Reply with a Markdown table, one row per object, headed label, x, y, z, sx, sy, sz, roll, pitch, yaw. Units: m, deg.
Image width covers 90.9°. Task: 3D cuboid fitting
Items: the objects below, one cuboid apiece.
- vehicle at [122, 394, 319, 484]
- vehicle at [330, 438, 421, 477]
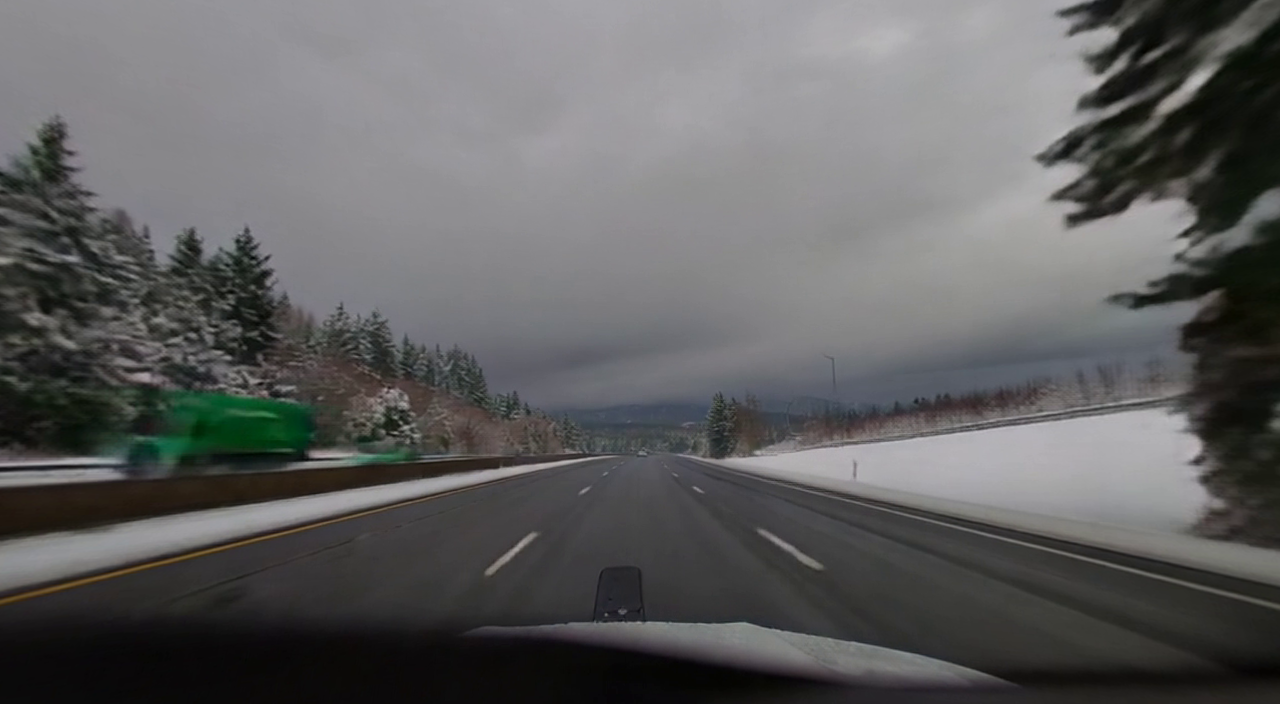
| label | x | y | z | sx | sy | sz | roll | pitch | yaw |
| --- | --- | --- | --- | --- | --- | --- | --- | --- | --- |
| vehicle | -16.575 | 3.611 | 25.832 | 2.836 | 3.157 | 7.473 | 0 | -9 | 0 |
| vehicle | -12.260 | 4.907 | 29.555 | 2.189 | 1.684 | 4.523 | 0 | -9 | 1 |
